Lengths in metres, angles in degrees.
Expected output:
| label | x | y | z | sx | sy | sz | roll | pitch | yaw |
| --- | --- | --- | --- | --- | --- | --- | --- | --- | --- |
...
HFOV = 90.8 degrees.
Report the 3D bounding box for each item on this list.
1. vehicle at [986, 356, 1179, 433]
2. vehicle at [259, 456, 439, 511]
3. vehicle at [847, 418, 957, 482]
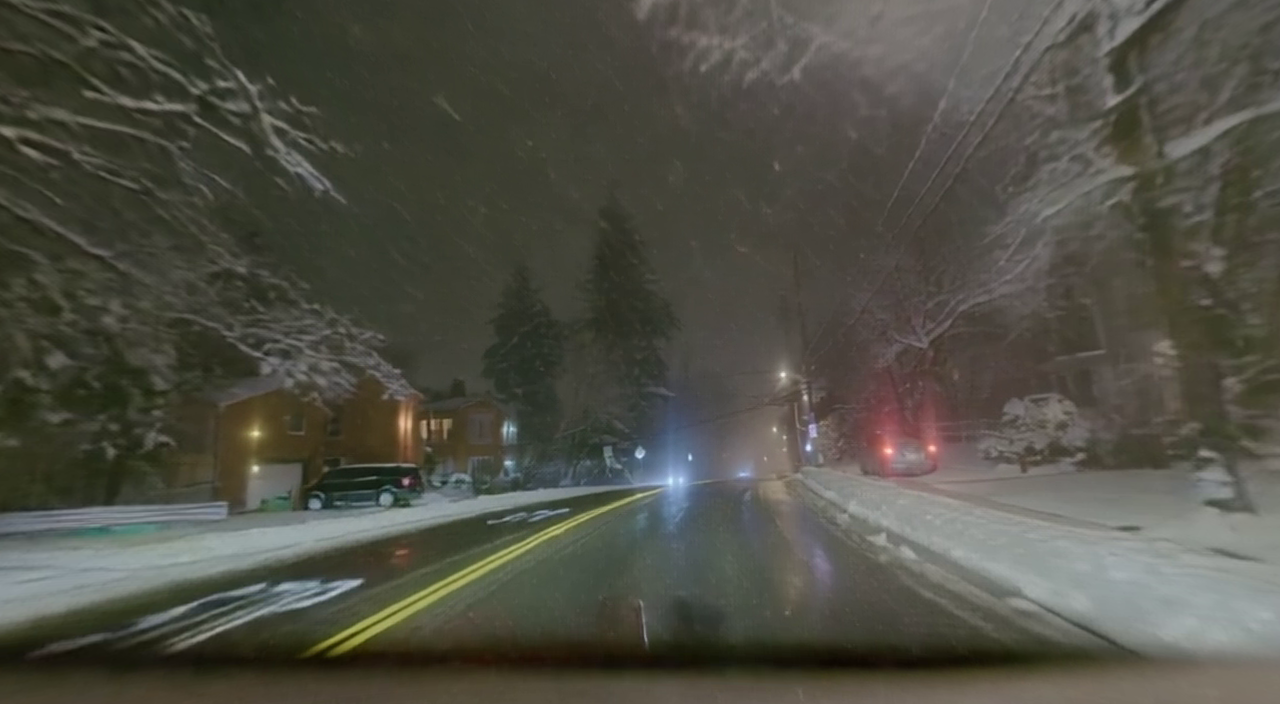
| label | x | y | z | sx | sy | sz | roll | pitch | yaw |
| --- | --- | --- | --- | --- | --- | --- | --- | --- | --- |
| vehicle | 14.120 | 1.312 | 20.384 | 4.539 | 2.010 | 2.163 | -4 | -1 | 1 |
| vehicle | -10.820 | 4.997 | 23.851 | 5.643 | 1.759 | 2.110 | 0 | -19 | 1 |
| vehicle | 8.686 | 3.310 | 21.433 | 2.163 | 1.885 | 4.804 | -2 | -8 | 7 |
